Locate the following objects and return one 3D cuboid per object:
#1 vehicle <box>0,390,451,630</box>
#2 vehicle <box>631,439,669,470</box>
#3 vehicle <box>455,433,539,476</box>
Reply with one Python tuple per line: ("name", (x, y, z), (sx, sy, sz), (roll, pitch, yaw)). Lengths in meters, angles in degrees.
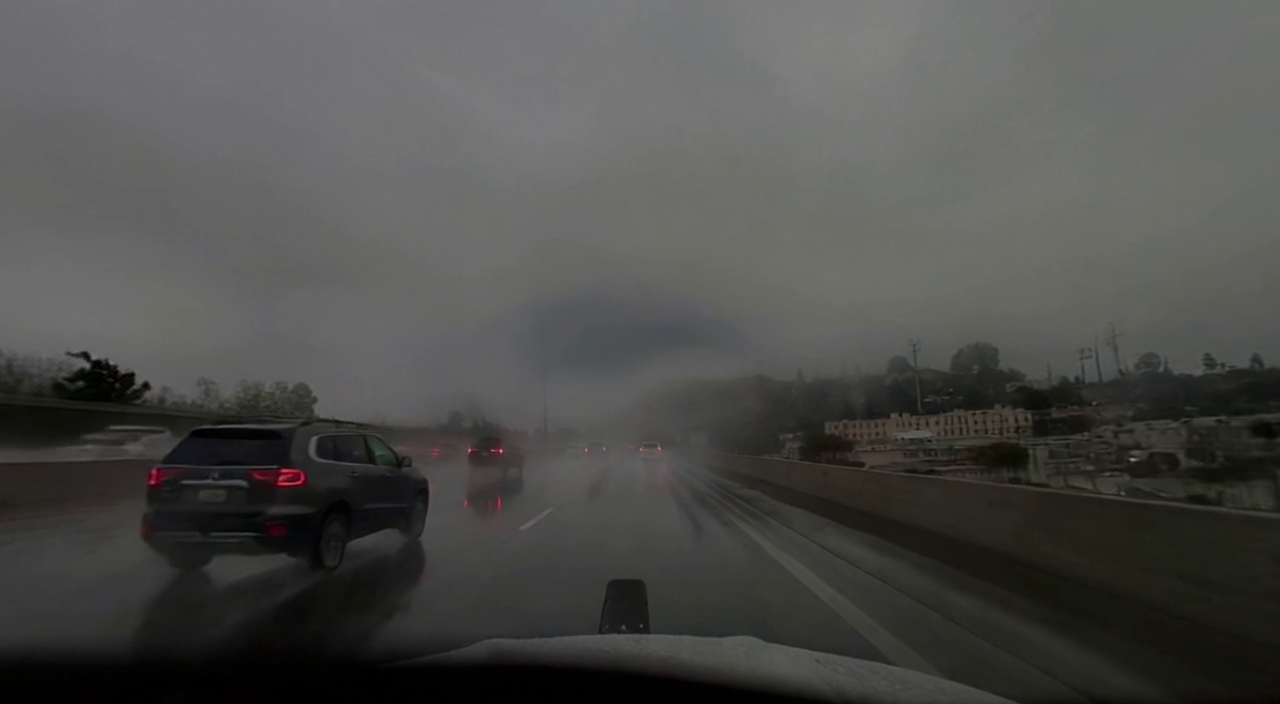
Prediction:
("vehicle", (-3.997, 1.495, 7.058), (2.136, 1.718, 4.873), (0, -8, 1))
("vehicle", (0.563, 6.176, 38.280), (2.135, 1.697, 4.757), (0, -8, 0))
("vehicle", (-6.856, 4.993, 31.052), (2.521, 1.901, 5.988), (0, -8, 2))
